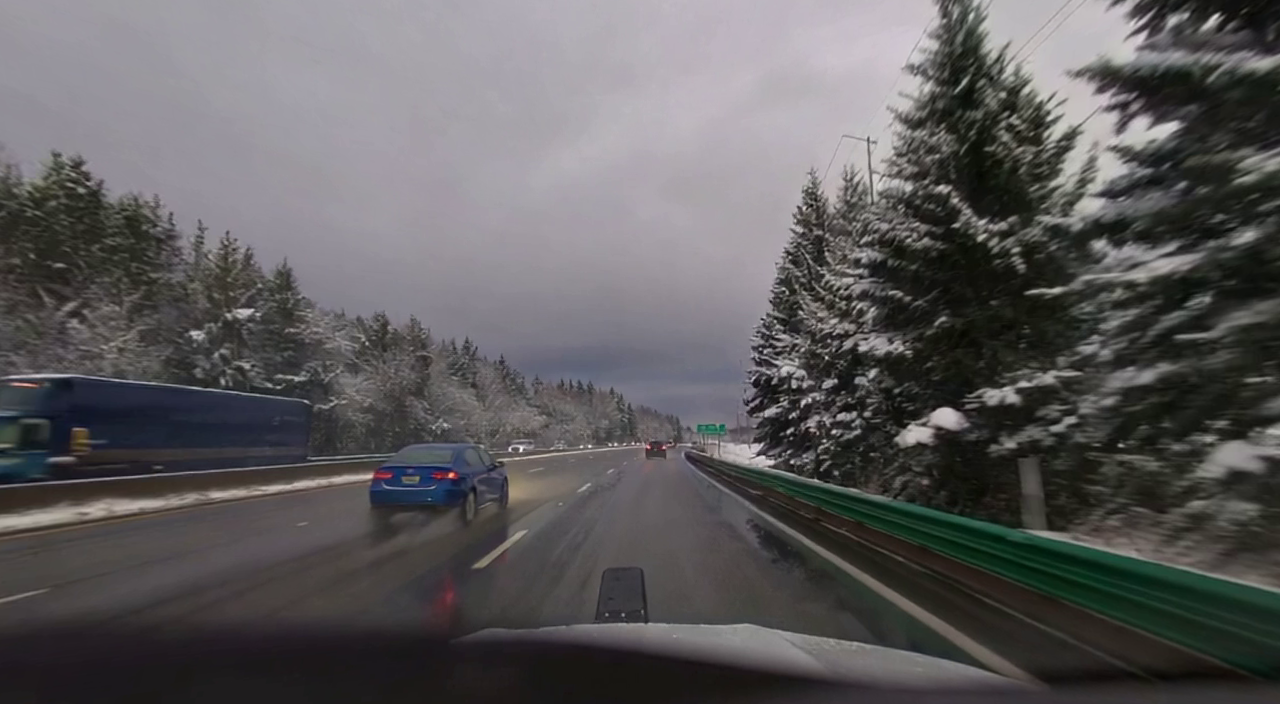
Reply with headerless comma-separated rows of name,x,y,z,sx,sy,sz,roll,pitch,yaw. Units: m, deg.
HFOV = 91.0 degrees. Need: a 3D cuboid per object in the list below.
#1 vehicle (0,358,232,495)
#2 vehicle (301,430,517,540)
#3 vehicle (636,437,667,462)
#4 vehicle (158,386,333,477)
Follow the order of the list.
vehicle,-19.682,2.784,22.492,3.028,3.896,10.375,0,-8,1
vehicle,-3.656,2.173,11.035,2.021,1.515,4.453,0,-8,1
vehicle,0.924,7.275,47.103,2.176,1.725,4.182,0,-8,2
vehicle,-19.512,4.114,32.097,3.271,4.022,8.274,0,-8,1
